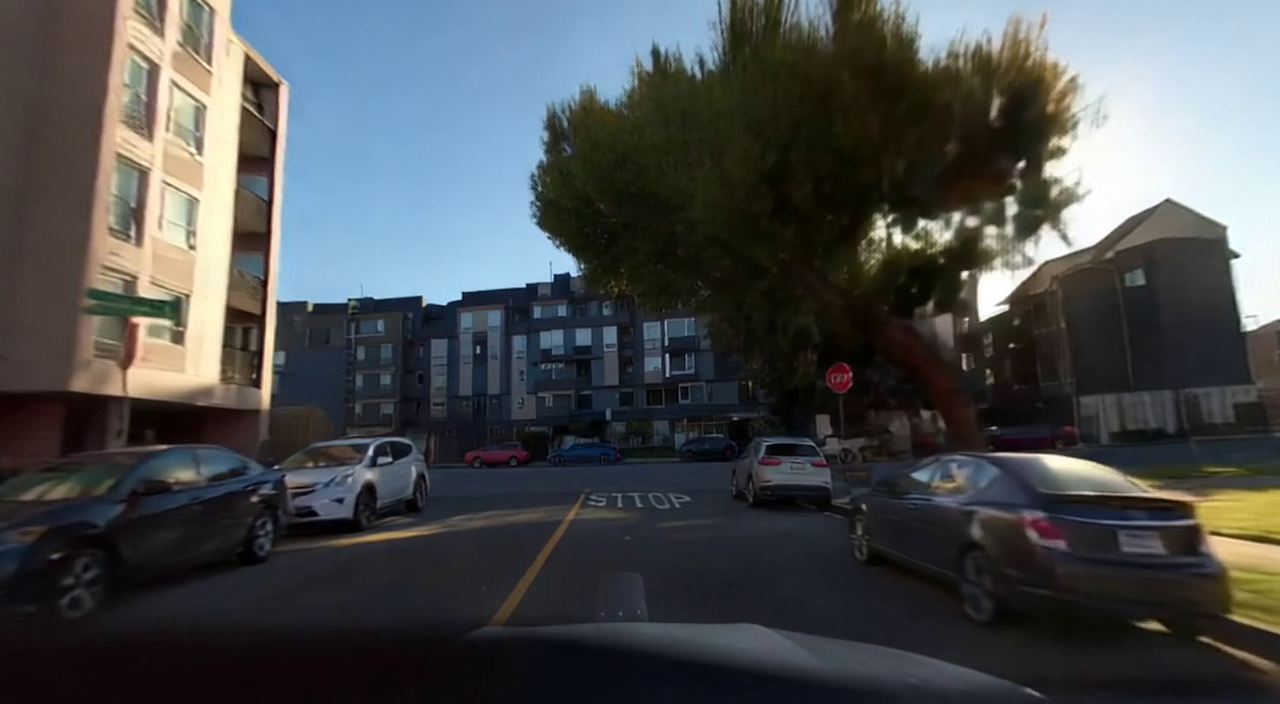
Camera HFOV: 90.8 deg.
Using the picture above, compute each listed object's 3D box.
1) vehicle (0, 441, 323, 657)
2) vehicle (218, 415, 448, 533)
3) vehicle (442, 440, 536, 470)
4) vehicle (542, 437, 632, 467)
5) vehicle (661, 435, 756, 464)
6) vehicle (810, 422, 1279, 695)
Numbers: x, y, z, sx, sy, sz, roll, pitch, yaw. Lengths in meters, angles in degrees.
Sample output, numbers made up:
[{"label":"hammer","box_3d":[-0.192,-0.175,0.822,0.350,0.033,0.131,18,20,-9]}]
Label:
[{"label":"vehicle","box_3d":[-5.581,1.722,6.740,2.129,1.505,4.510,0,-8,-1]},{"label":"vehicle","box_3d":[-5.948,2.446,13.443,2.208,1.903,6.040,0,-8,-4]},{"label":"vehicle","box_3d":[-7.633,5.259,32.352,4.423,1.449,1.813,1,-9,-5]},{"label":"vehicle","box_3d":[-2.697,5.173,32.684,4.489,1.470,1.776,1,-8,-4]},{"label":"vehicle","box_3d":[3.493,5.066,32.916,4.681,1.480,1.817,0,-9,-3]},{"label":"vehicle","box_3d":[3.200,1.466,5.749,1.919,1.490,4.339,0,-8,-3]}]
